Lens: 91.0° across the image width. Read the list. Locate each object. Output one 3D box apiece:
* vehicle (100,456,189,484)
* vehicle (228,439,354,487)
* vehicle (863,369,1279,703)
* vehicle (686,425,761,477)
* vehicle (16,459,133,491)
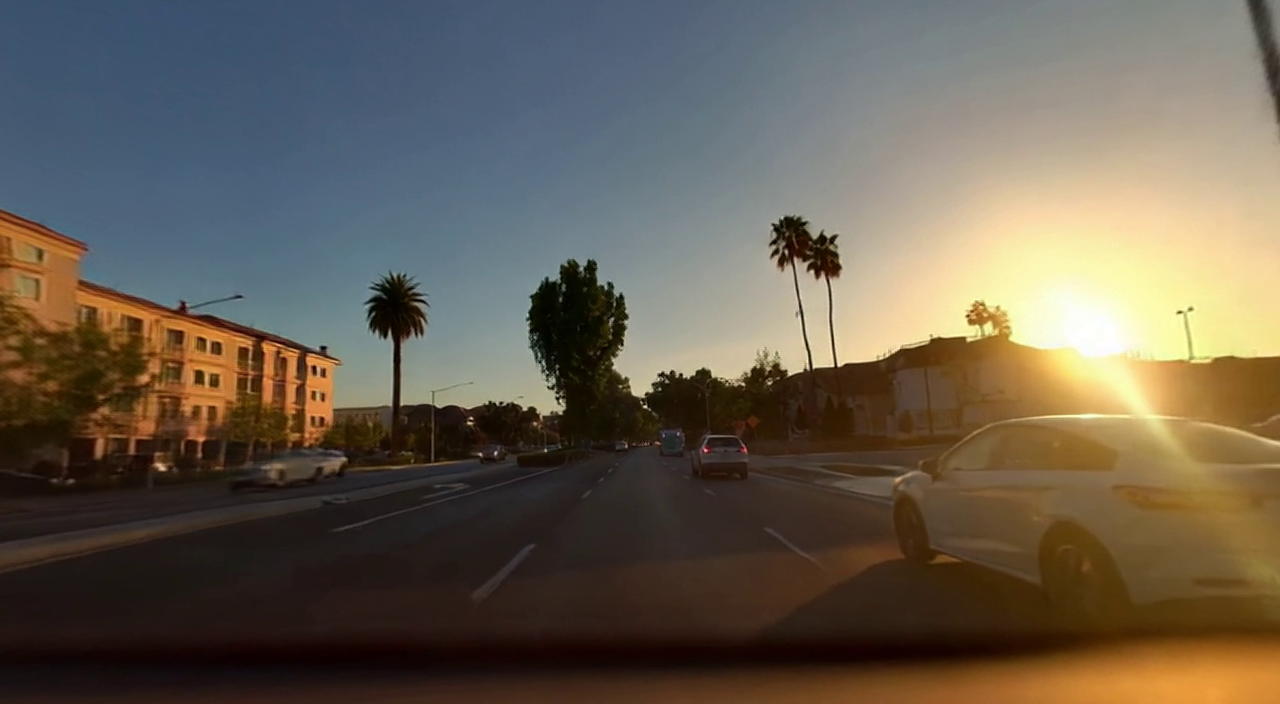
[{"bbox_3d":[-30.179,7.179,38.507,1.871,1.534,4.524,0,-8,-2],"label":"vehicle"},{"bbox_3d":[-15.401,4.911,28.295,2.315,1.911,5.751,0,-8,1],"label":"vehicle"},{"bbox_3d":[3.632,1.225,5.019,2.084,1.682,4.148,0,-8,-1],"label":"vehicle"},{"bbox_3d":[3.253,3.997,25.555,2.244,1.901,4.561,0,-8,-2],"label":"vehicle"},{"bbox_3d":[-29.981,6.489,33.600,1.820,1.454,4.709,0,-8,0],"label":"vehicle"}]
